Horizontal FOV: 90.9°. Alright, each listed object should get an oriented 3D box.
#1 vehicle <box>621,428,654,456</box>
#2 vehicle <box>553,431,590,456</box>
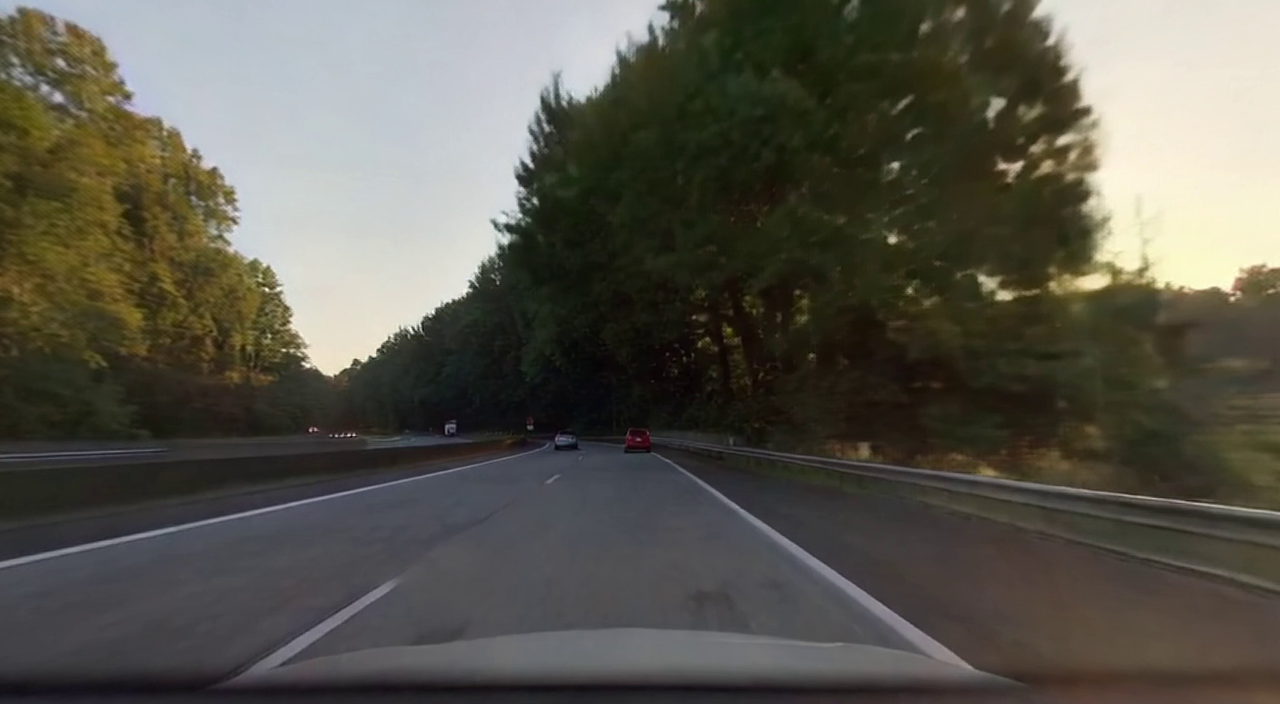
[{"bbox_3d":[-0.217,6.181,43.428,2.170,1.790,4.490,0,-8,-1],"label":"vehicle"},{"bbox_3d":[-4.577,6.144,42.536,2.055,1.610,4.116,0,-8,0],"label":"vehicle"}]
